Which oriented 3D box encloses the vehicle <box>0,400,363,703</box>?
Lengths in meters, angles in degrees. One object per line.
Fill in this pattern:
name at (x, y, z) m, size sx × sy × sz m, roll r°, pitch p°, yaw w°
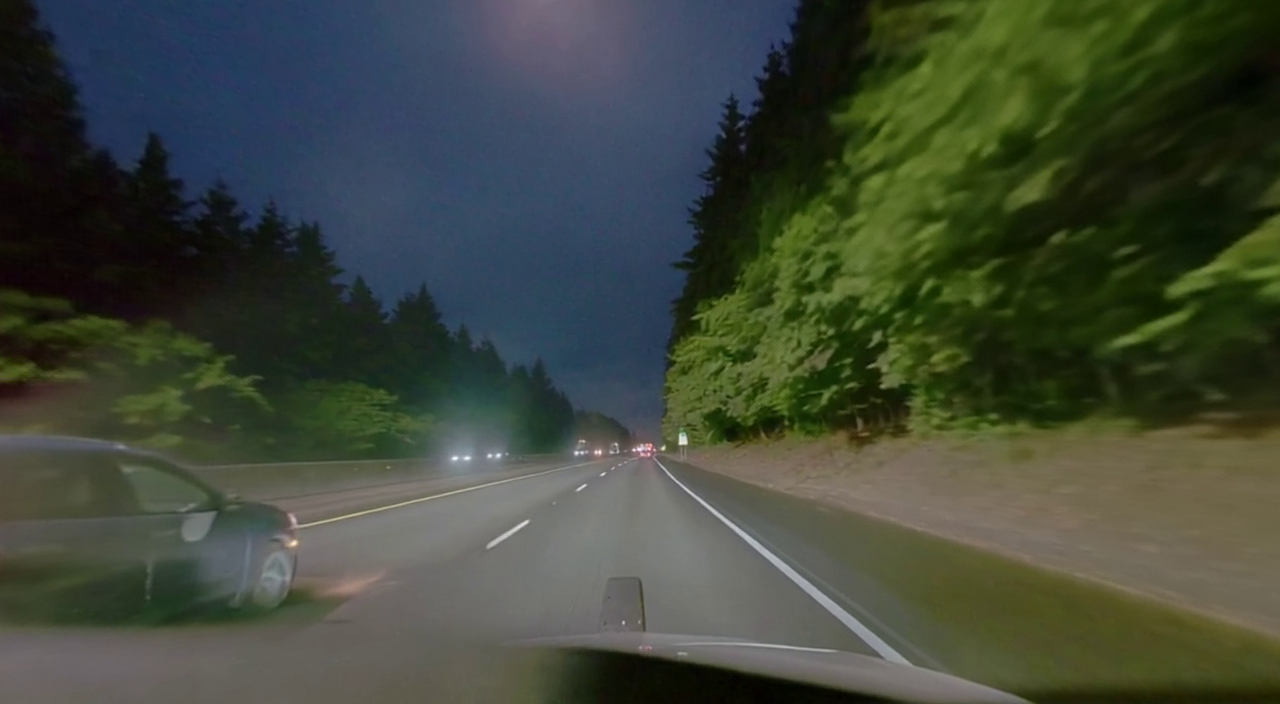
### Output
vehicle at (-3.460, 1.068, 3.184) m, size 1.969 × 1.505 × 4.636 m, roll 0°, pitch -9°, yaw 1°
